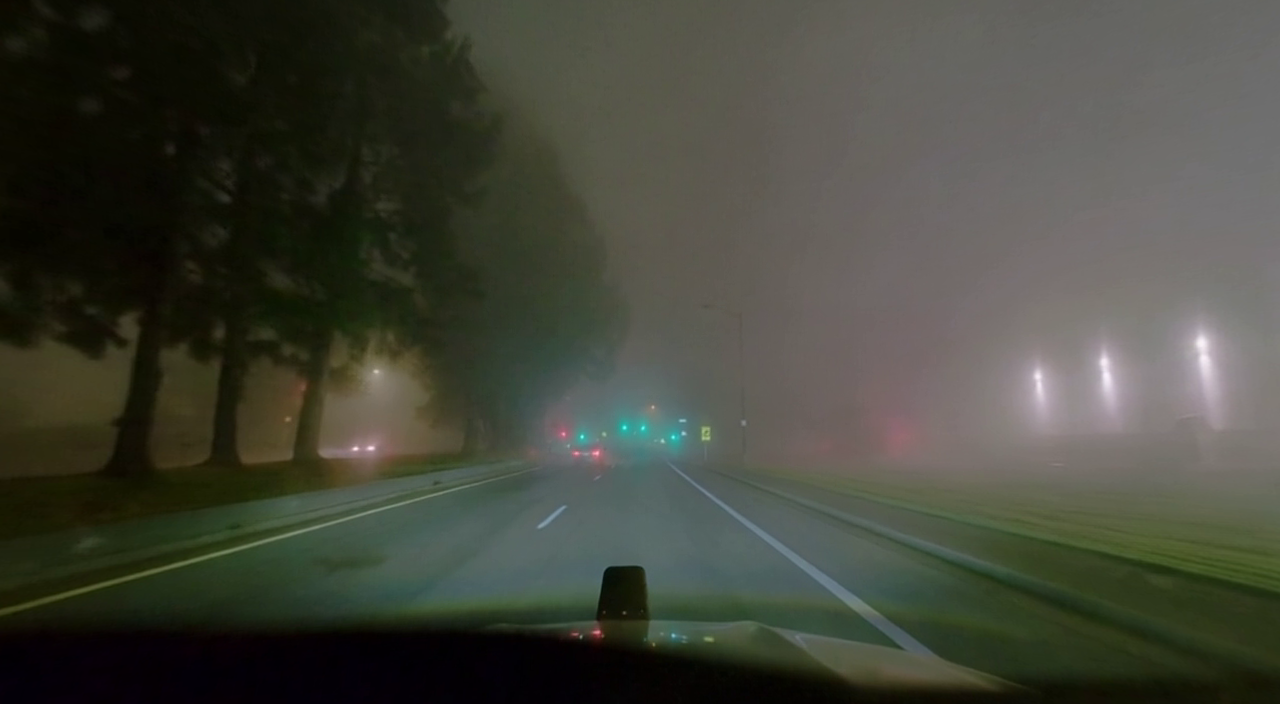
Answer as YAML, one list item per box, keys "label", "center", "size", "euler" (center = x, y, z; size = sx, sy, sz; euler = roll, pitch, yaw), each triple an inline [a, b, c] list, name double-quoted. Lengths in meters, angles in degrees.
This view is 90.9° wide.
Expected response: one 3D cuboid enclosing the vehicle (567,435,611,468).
- label: "vehicle"
  center: [-2.745, 5.466, 34.791]
  size: [2.016, 1.694, 4.335]
  euler: [0, -8, 1]
